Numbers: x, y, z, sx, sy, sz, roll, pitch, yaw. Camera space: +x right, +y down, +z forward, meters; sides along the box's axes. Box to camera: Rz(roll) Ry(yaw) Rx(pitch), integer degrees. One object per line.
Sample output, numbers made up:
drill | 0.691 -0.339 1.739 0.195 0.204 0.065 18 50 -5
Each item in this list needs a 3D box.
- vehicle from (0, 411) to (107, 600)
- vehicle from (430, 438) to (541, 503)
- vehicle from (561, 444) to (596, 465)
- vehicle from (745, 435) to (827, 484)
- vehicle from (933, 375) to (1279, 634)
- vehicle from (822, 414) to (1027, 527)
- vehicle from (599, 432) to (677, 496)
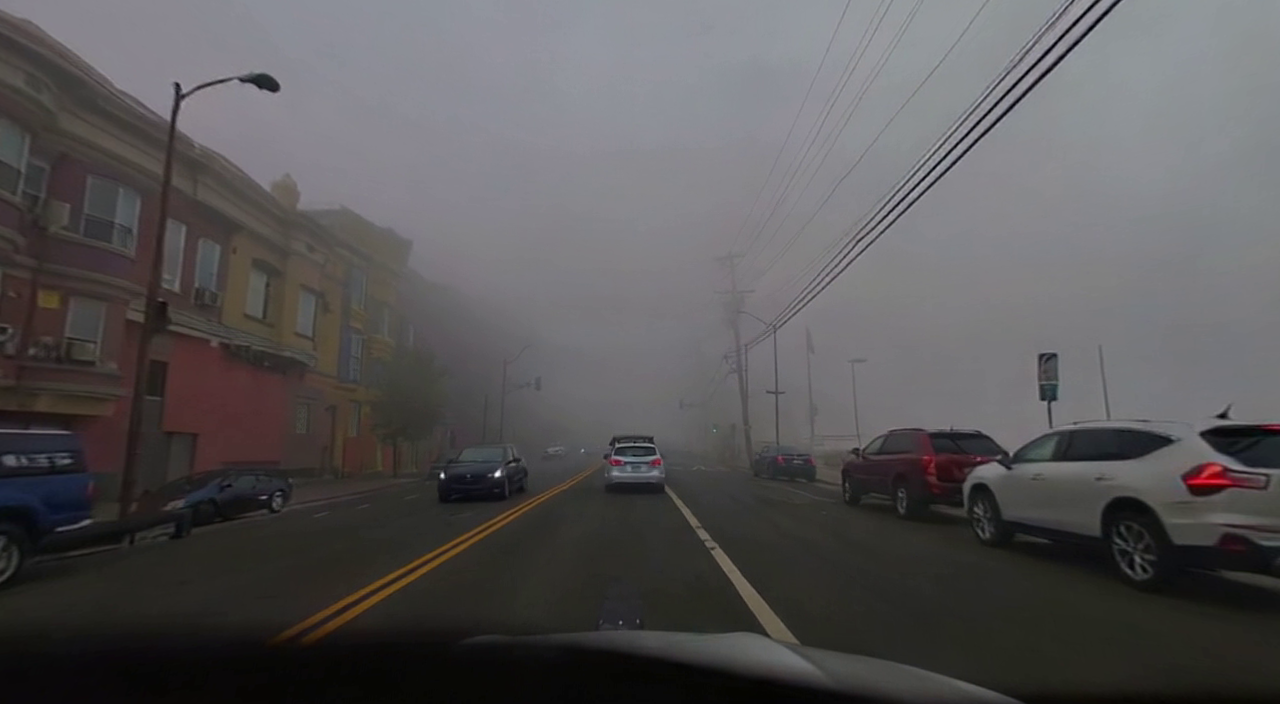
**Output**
vehicle | -7.359 1.314 4.759 2.095 1.847 5.290 0 -8 -1
vehicle | -4.055 3.176 17.373 1.968 1.524 4.304 0 -8 -1
vehicle | -4.576 7.670 47.596 2.181 1.500 4.319 0 -8 0
vehicle | 6.235 4.672 27.799 2.197 1.917 5.637 0 -8 0
vehicle | 6.198 1.633 7.821 2.203 2.052 5.975 0 -8 -1
vehicle | 6.151 2.633 14.685 2.208 2.106 5.496 0 -9 0
vehicle | -0.050 3.164 18.162 1.980 1.635 3.795 0 -8 0
